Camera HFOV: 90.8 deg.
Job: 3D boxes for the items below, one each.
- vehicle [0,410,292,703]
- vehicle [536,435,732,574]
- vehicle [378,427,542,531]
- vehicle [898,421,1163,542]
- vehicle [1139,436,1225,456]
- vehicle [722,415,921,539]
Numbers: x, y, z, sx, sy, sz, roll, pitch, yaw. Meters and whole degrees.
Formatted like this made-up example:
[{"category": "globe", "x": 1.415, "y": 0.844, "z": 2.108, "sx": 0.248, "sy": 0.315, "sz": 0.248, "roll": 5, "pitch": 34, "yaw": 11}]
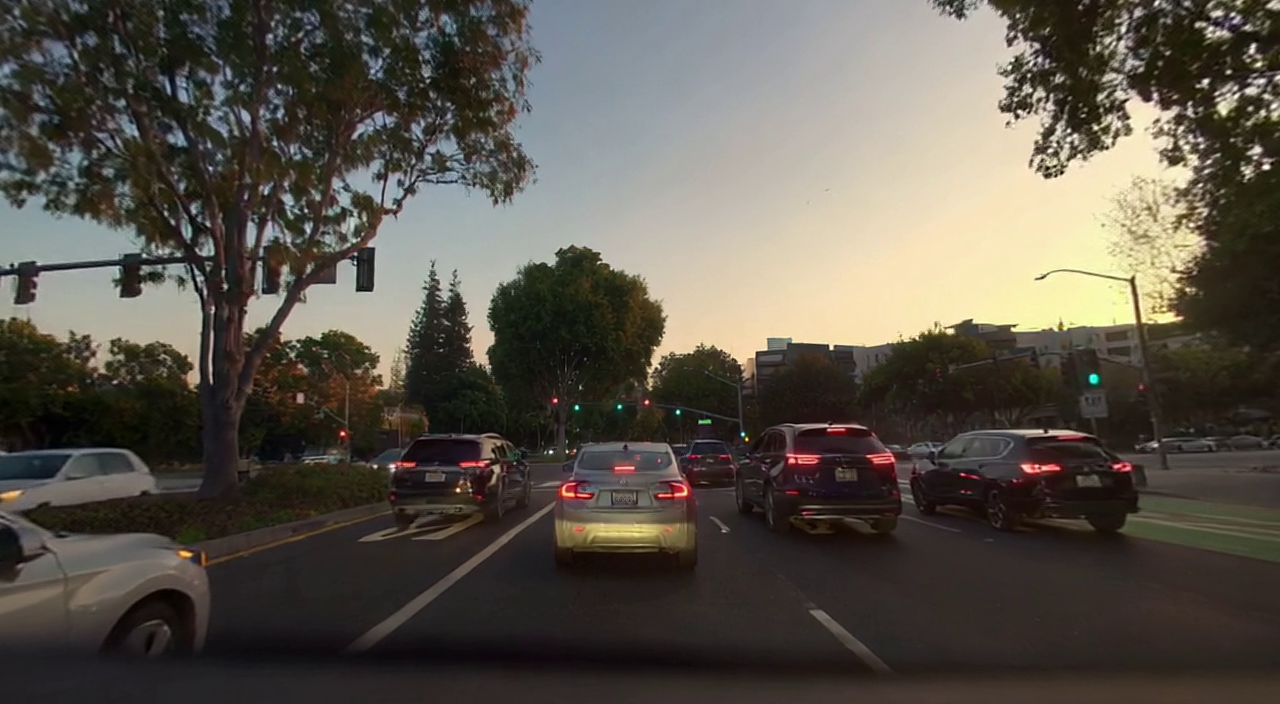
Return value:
[{"category": "vehicle", "x": -3.189, "y": 0.861, "z": 1.630, "sx": 2.045, "sy": 1.463, "sz": 4.490, "roll": 0, "pitch": -8, "yaw": -1}, {"category": "vehicle", "x": -0.111, "y": 1.936, "z": 8.826, "sx": 2.098, "sy": 1.461, "sz": 3.958, "roll": 0, "pitch": -8, "yaw": -1}, {"category": "vehicle", "x": -3.354, "y": 2.451, "z": 12.763, "sx": 2.033, "sy": 1.714, "sz": 4.278, "roll": 0, "pitch": -8, "yaw": 0}, {"category": "vehicle", "x": 6.474, "y": 2.169, "z": 11.220, "sx": 1.945, "sy": 1.706, "sz": 4.190, "roll": 0, "pitch": -8, "yaw": -1}, {"category": "vehicle", "x": 40.060, "y": 6.924, "z": 46.738, "sx": 4.644, "sy": 1.430, "sz": 1.781, "roll": 0, "pitch": -9, "yaw": -1}, {"category": "vehicle", "x": 2.921, "y": 2.141, "z": 11.434, "sx": 2.138, "sy": 1.778, "sz": 4.422, "roll": 0, "pitch": -8, "yaw": -2}]
